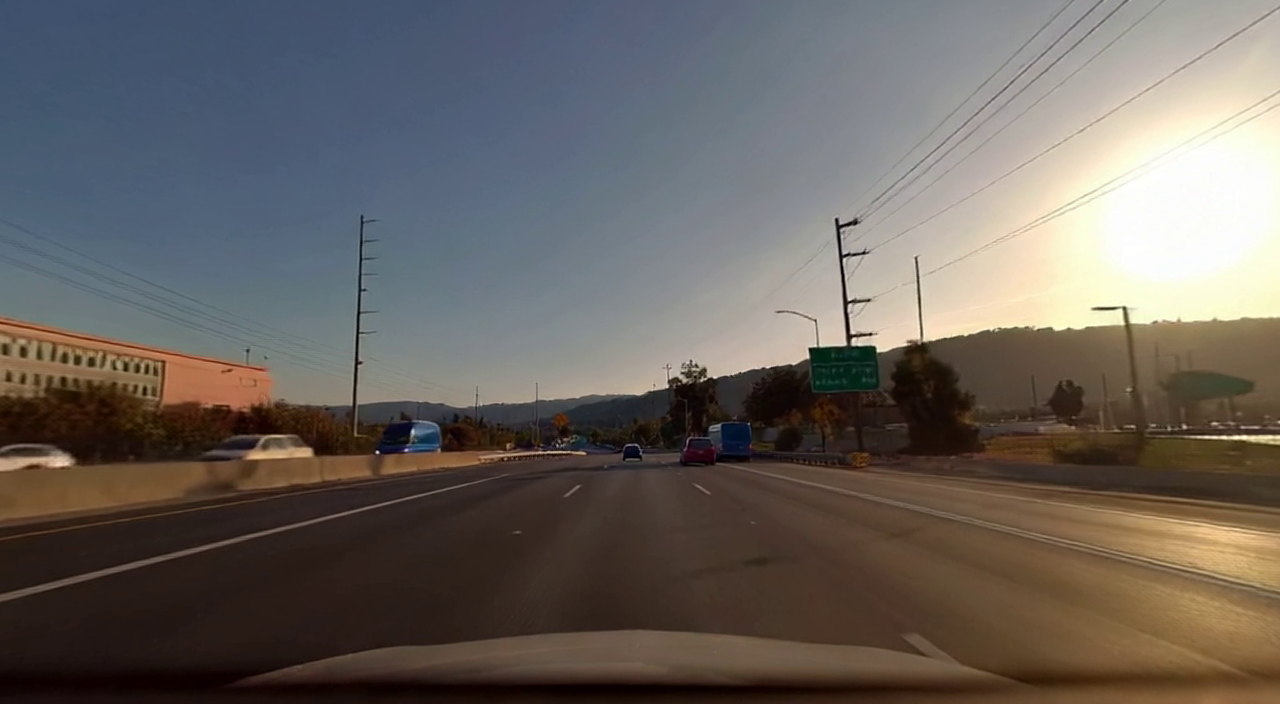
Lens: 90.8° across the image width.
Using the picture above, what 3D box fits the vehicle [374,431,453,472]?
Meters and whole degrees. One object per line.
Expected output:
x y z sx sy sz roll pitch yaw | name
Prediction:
-13.785 6.151 39.054 2.308 2.270 7.009 0 -9 0 | vehicle

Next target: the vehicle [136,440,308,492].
-13.409 3.691 20.818 2.057 1.477 5.327 0 -9 0 | vehicle

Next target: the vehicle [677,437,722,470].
3.404 5.955 37.020 2.036 1.796 4.470 0 -9 -2 | vehicle
